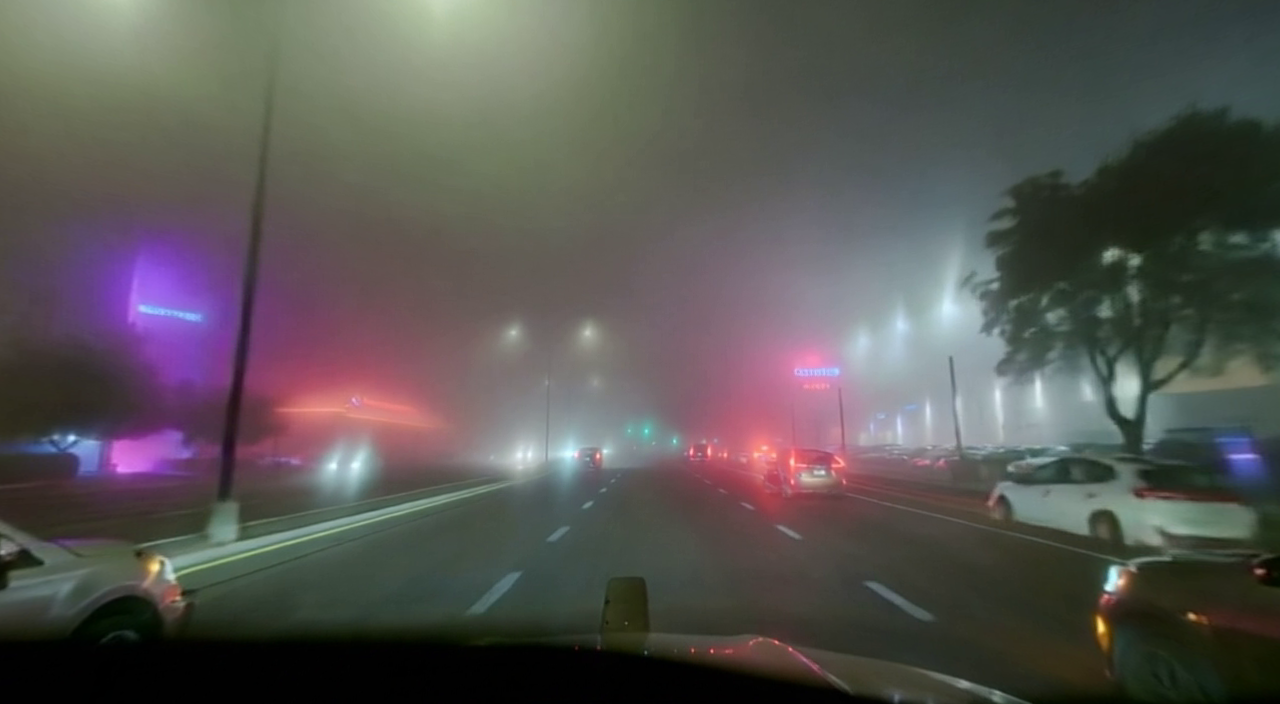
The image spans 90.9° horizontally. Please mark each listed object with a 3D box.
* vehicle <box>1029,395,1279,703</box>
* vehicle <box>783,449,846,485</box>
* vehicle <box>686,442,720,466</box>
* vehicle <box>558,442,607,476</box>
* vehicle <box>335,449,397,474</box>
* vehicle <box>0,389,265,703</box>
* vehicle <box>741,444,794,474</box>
[{"bbox_3d":[3.344,0.790,1.485,1.981,1.499,4.536,0,-8,1],"label":"vehicle"},{"bbox_3d":[7.478,4.937,27.406,1.654,1.440,3.647,0,-8,-1],"label":"vehicle"},{"bbox_3d":[4.562,7.451,46.156,2.007,1.683,4.171,0,-8,-1],"label":"vehicle"},{"bbox_3d":[-2.726,5.215,31.057,1.917,1.511,4.436,0,-8,1],"label":"vehicle"},{"bbox_3d":[-17.840,7.132,41.327,1.919,1.460,4.572,0,-8,1],"label":"vehicle"},{"bbox_3d":[-3.333,0.750,1.242,2.155,1.504,4.776,0,-8,2],"label":"vehicle"},{"bbox_3d":[7.493,6.323,37.530,1.918,1.598,4.536,0,-8,-4],"label":"vehicle"}]
